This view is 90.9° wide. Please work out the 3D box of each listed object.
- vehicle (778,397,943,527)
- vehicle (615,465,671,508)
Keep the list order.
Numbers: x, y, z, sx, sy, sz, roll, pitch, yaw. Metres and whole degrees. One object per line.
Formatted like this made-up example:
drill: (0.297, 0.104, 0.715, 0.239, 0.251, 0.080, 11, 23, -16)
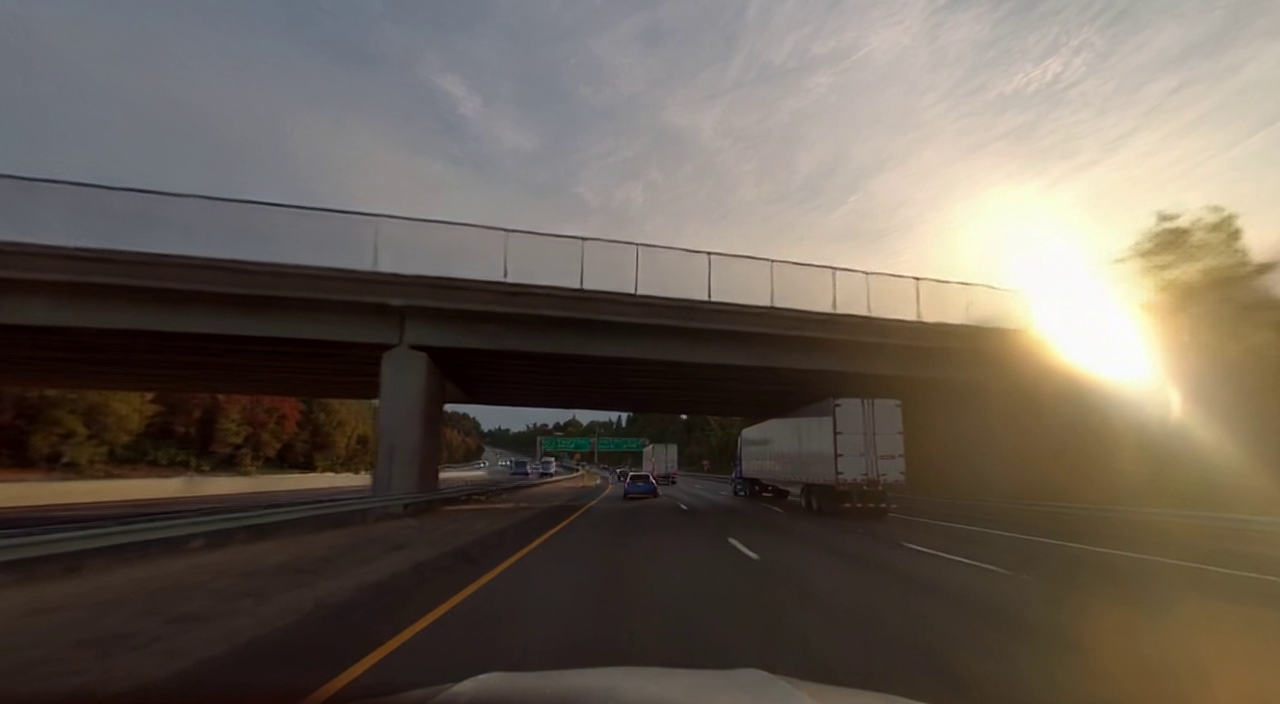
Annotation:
vehicle: (7.237, 3.901, 22.276, 2.839, 3.684, 8.091, 1, -11, 0)
vehicle: (0.111, 5.389, 25.409, 2.067, 1.552, 3.601, 1, -11, 0)
